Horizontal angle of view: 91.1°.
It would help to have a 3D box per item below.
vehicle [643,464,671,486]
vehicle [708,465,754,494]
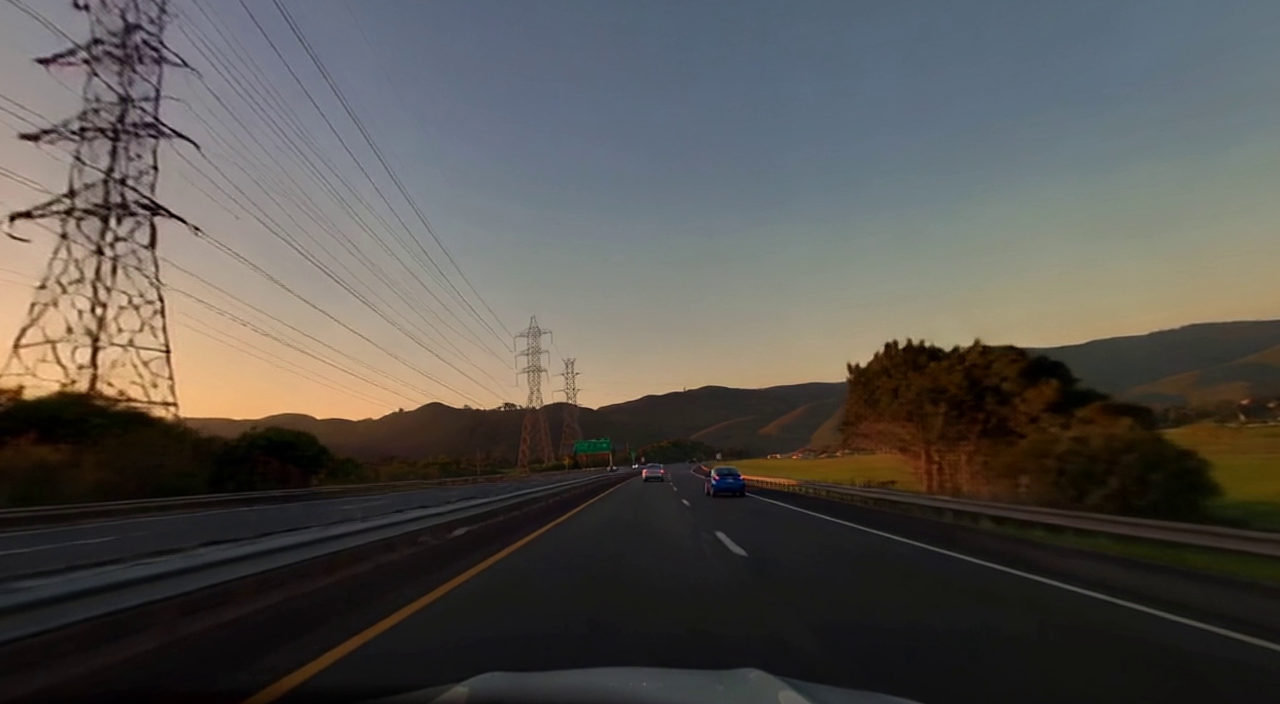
[{"bbox_3d":[1.259,9.540,48.726,2.038,1.596,4.246,1,-10,0],"label":"vehicle"},{"bbox_3d":[5.170,7.304,36.226,1.985,1.521,3.904,1,-10,-1],"label":"vehicle"}]
